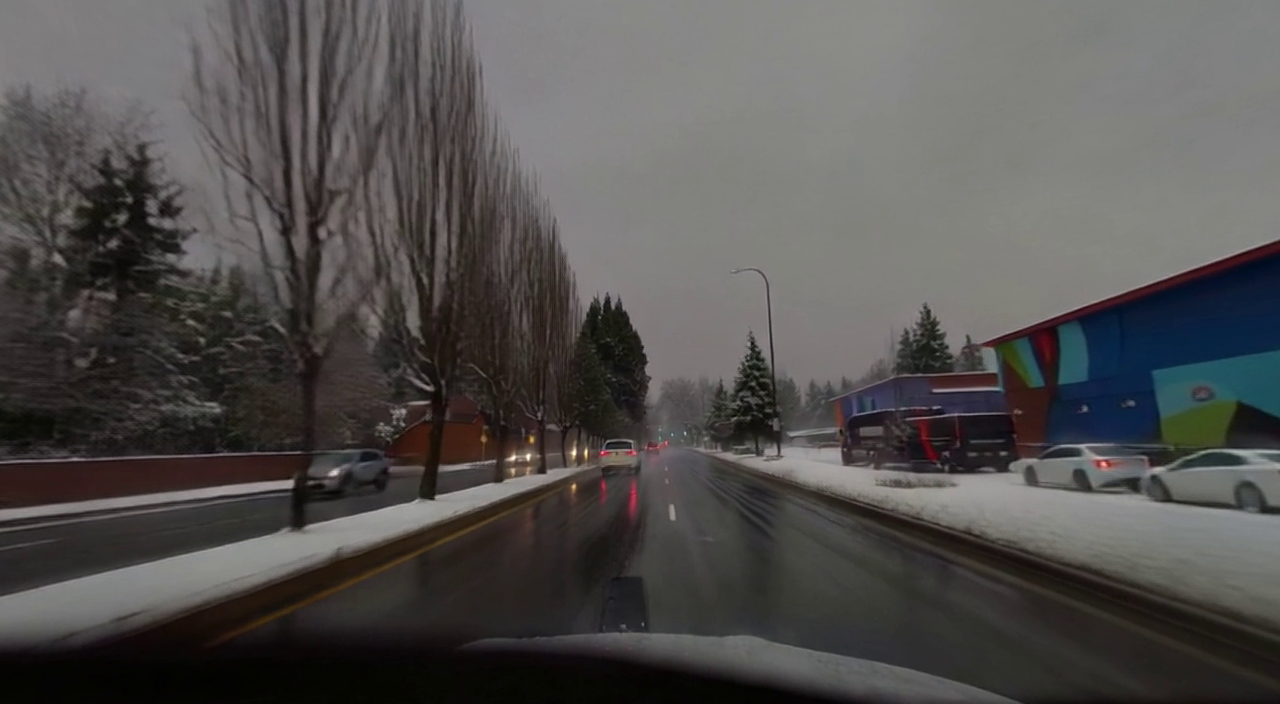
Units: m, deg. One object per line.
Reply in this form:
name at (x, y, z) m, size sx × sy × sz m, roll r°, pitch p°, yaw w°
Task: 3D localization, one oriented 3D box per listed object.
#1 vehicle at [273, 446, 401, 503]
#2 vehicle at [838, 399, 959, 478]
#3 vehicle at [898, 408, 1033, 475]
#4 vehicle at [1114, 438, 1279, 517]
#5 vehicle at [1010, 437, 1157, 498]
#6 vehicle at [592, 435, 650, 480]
vehicle at (-10.580, 4.247, 22.492) m, size 1.997 × 1.775 × 4.585 m, roll 0°, pitch -8°, yaw 4°
vehicle at (14.281, 4.911, 36.132) m, size 2.794 × 3.710 × 10.785 m, roll -3°, pitch -8°, yaw 3°
vehicle at (13.505, 3.805, 26.900) m, size 2.507 × 2.441 × 6.959 m, roll -1°, pitch -8°, yaw 5°
vehicle at (12.981, 2.676, 13.905) m, size 1.852 × 1.457 × 4.351 m, roll 1°, pitch -8°, yaw 3°
vehicle at (13.408, 3.448, 19.378) m, size 1.686 × 1.467 × 3.955 m, roll -5°, pitch -7°, yaw 3°
vehicle at (-0.712, 4.401, 26.649) m, size 2.129 × 1.713 × 4.314 m, roll 0°, pitch -8°, yaw 3°
